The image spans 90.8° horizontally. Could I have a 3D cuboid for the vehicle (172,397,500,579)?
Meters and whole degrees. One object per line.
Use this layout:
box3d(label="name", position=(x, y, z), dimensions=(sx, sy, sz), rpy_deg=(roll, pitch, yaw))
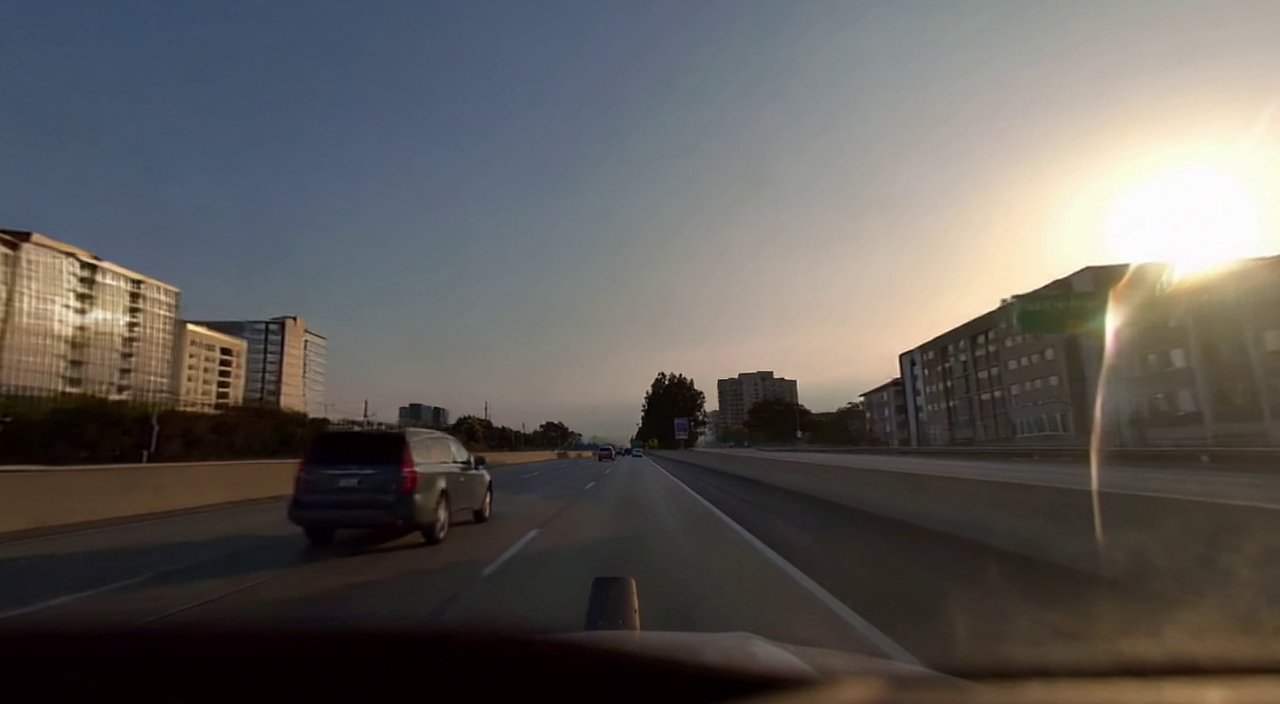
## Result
box3d(label="vehicle", position=(-3.638, 1.745, 8.918), dimensions=(2.145, 1.828, 4.867), rpy_deg=(0, -8, 1))
